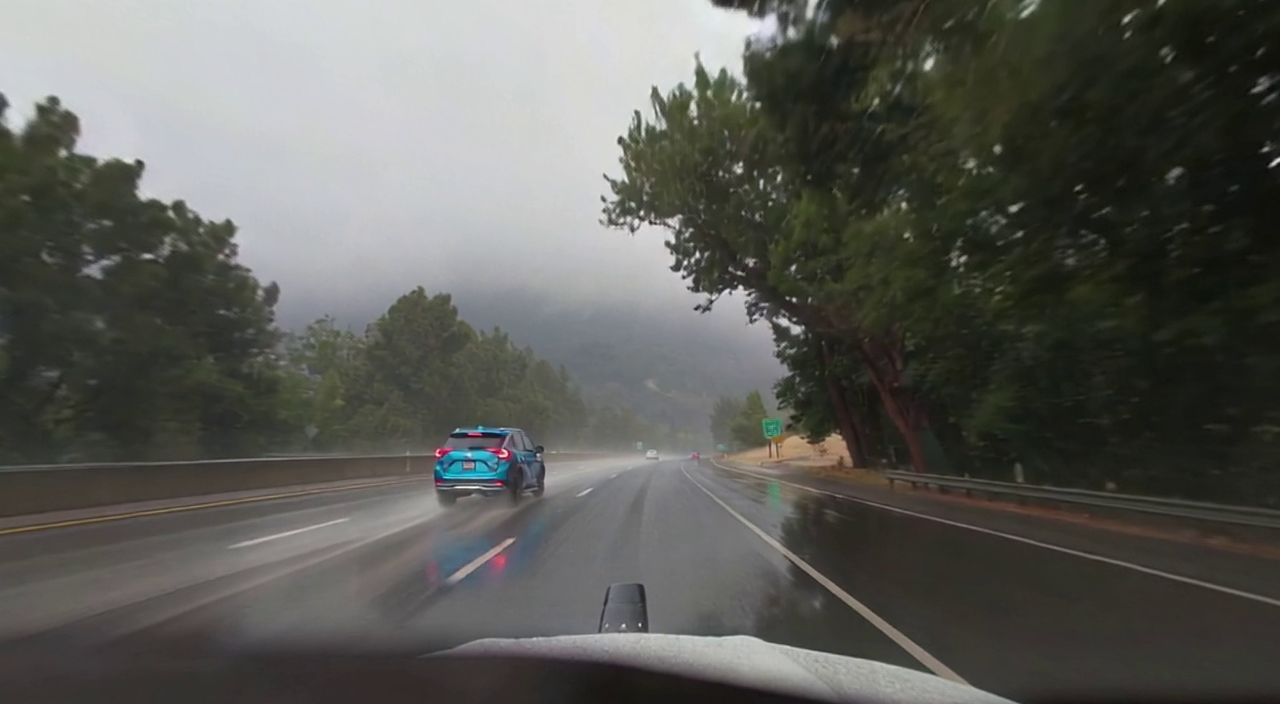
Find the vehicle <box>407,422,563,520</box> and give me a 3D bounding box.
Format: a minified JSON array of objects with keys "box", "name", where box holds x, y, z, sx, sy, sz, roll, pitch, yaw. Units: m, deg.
[{"box":[-3.189,2.578,14.204,2.183,1.803,4.685,0,-8,2],"name":"vehicle"}]
